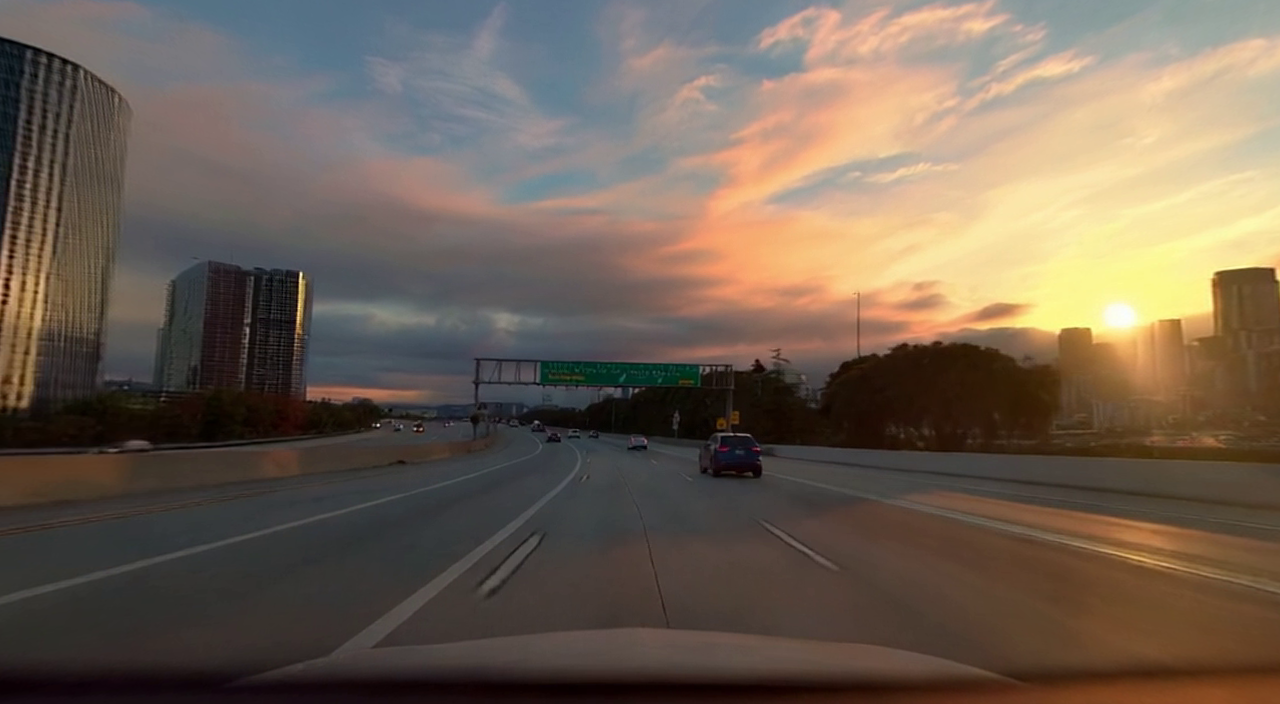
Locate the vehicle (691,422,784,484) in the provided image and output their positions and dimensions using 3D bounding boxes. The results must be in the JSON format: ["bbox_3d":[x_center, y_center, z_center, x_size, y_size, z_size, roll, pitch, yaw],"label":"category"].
[{"bbox_3d":[3.035,3.293,20.796,2.110,1.780,4.682,0,-8,-3],"label":"vehicle"}]

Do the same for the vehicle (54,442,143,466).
[{"bbox_3d":[-34.853,6.542,40.854,1.841,1.441,4.695,0,-8,-4],"label":"vehicle"}]
